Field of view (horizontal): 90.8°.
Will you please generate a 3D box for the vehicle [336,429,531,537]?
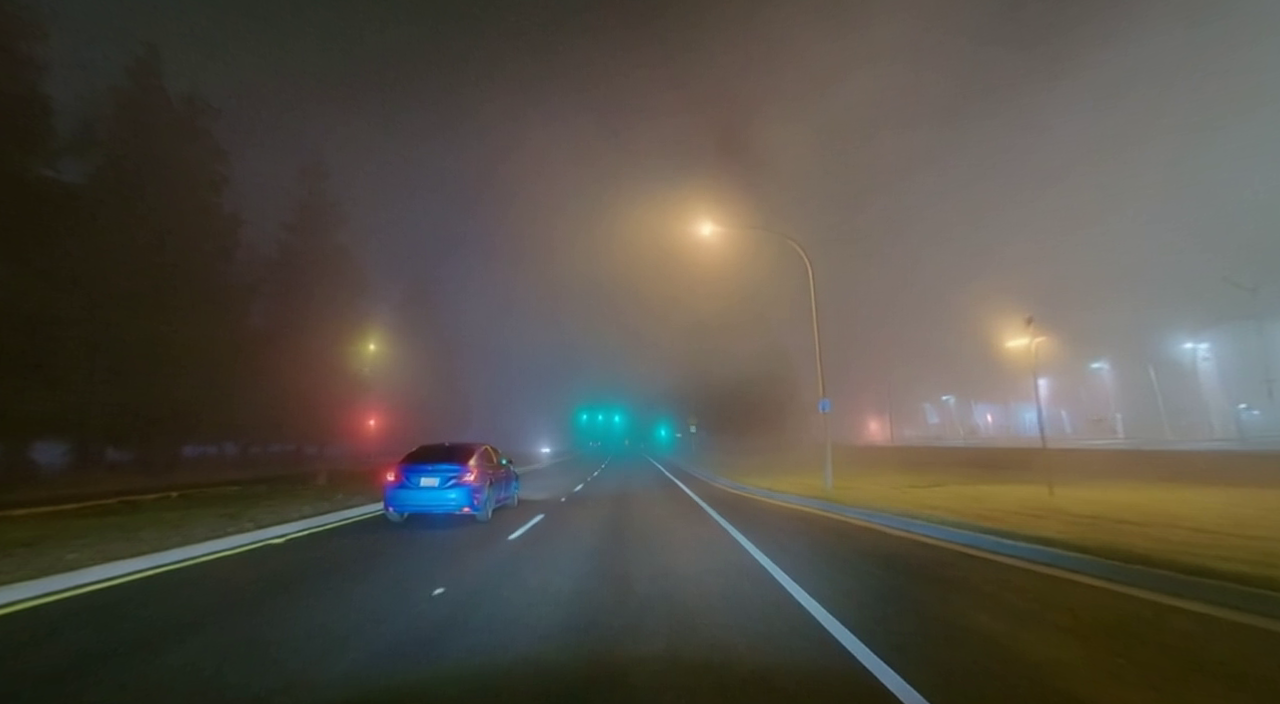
[{"bbox_3d":[-3.214,2.111,10.831,1.964,1.472,4.078,0,-8,0],"label":"vehicle"}]
